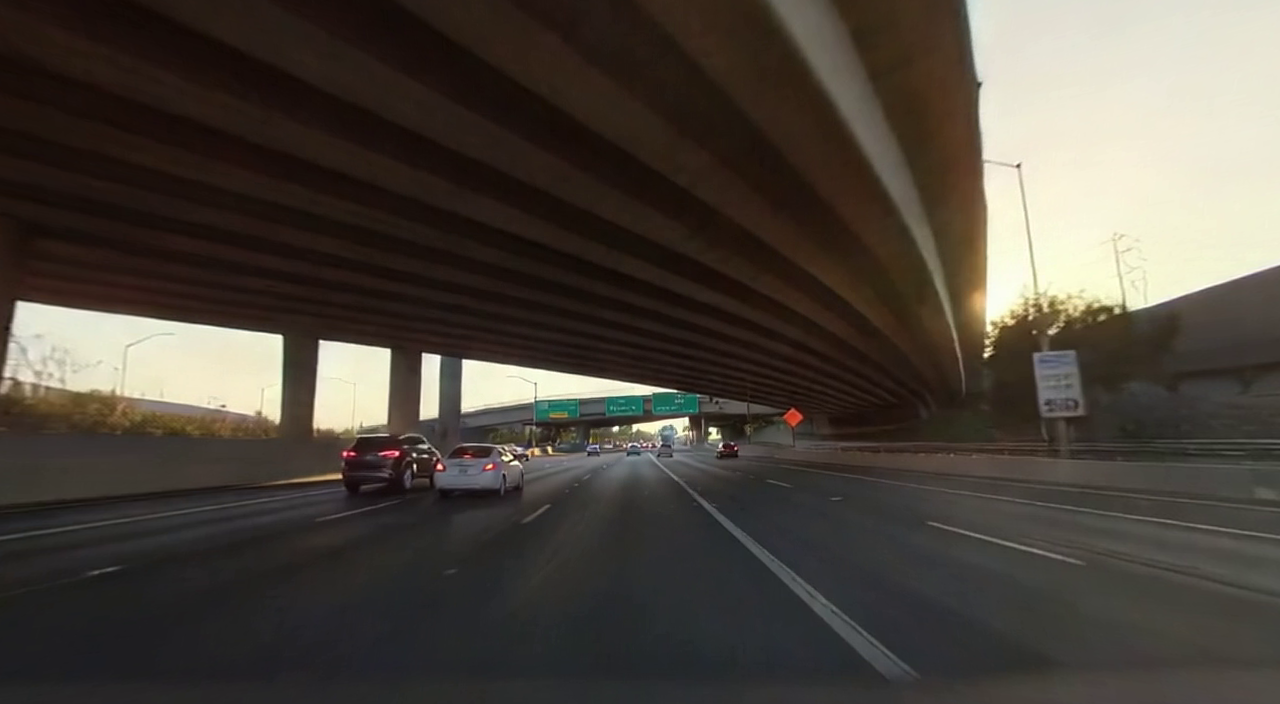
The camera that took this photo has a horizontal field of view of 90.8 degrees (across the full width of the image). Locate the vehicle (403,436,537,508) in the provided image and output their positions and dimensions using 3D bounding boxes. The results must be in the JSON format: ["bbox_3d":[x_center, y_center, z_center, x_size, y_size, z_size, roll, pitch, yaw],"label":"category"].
[{"bbox_3d":[-4.009,2.900,15.799,2.051,1.516,4.493,0,-8,1],"label":"vehicle"}]

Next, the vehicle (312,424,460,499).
[{"bbox_3d":[-7.156,3.161,18.589,2.208,1.876,5.088,0,-8,0],"label":"vehicle"}]
